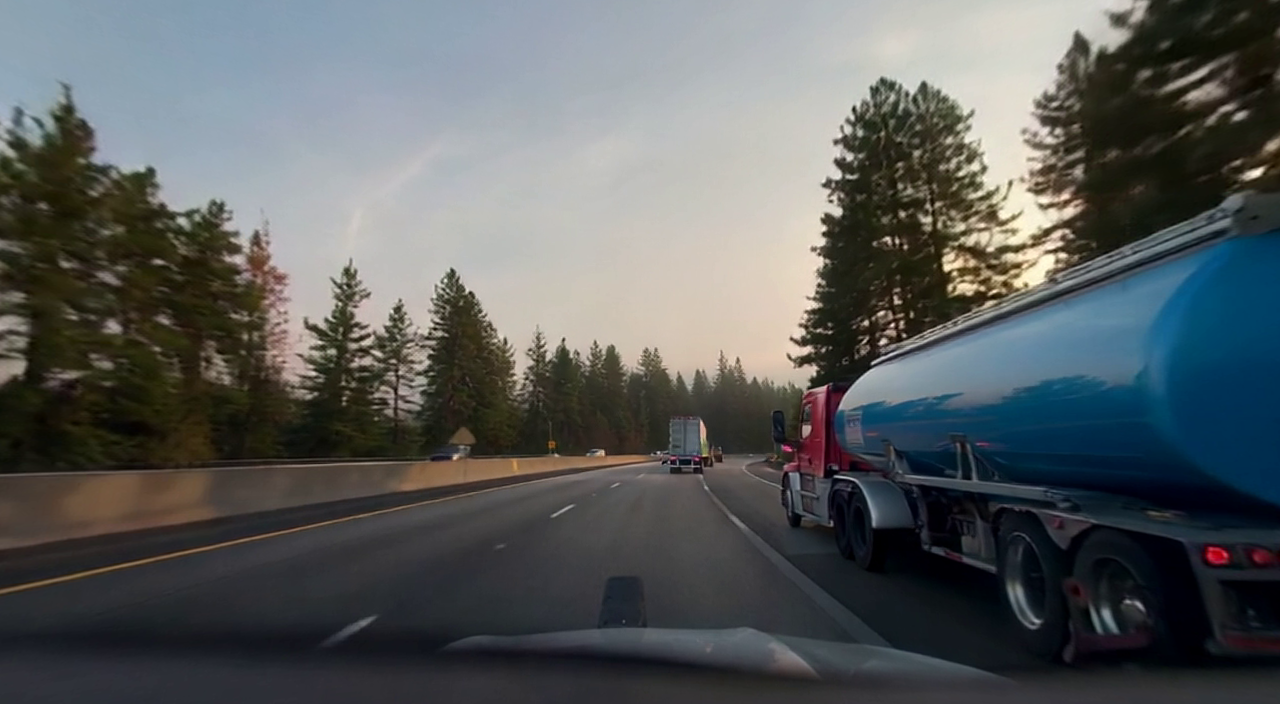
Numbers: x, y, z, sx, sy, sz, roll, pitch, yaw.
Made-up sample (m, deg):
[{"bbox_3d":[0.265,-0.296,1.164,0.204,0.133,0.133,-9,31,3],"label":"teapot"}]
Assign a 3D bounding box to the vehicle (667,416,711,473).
[{"bbox_3d":[3.922,7.193,48.783,2.907,3.747,13.318,0,-9,5],"label":"vehicle"}]
